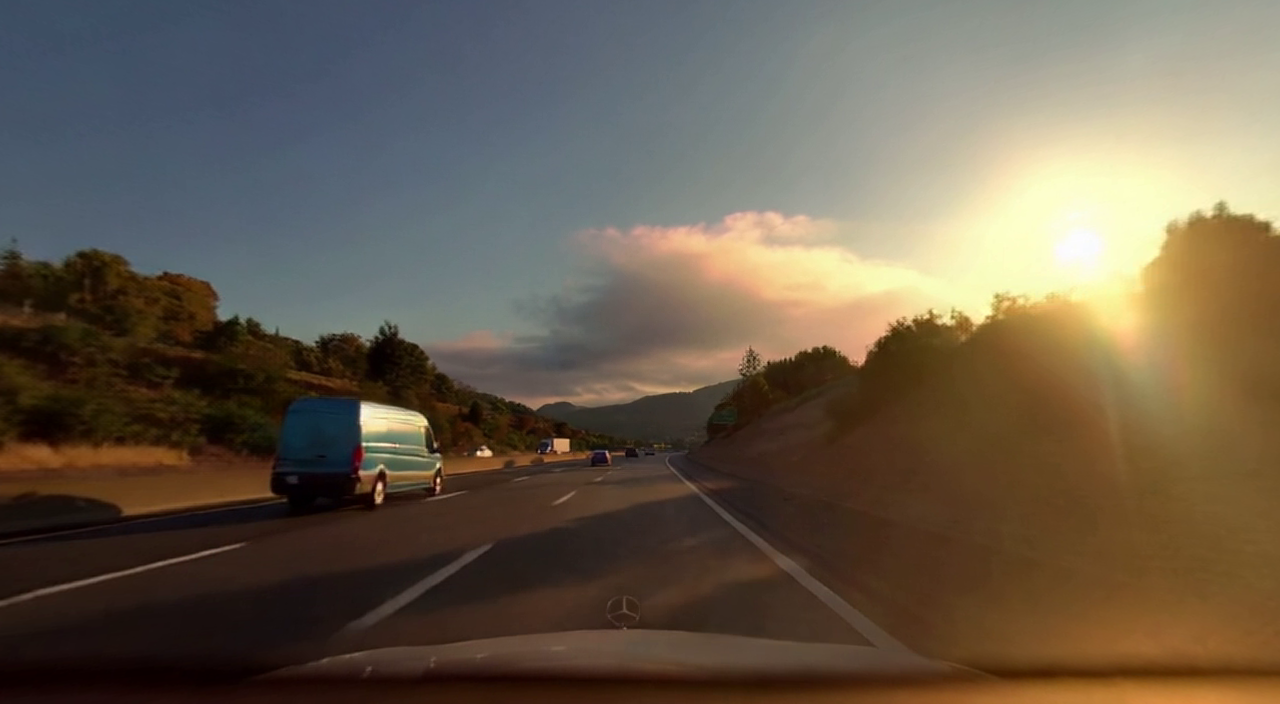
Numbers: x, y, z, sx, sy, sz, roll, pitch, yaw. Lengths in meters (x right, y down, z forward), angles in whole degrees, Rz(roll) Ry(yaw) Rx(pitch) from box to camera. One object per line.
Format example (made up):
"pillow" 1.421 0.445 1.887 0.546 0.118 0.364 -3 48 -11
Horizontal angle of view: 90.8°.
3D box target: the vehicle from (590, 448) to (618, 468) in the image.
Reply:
"vehicle" -2.731 8.162 48.664 1.858 1.459 4.091 0 -9 1

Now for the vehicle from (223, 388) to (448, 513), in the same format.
"vehicle" -7.031 2.446 15.757 2.449 2.471 6.130 0 -9 1
